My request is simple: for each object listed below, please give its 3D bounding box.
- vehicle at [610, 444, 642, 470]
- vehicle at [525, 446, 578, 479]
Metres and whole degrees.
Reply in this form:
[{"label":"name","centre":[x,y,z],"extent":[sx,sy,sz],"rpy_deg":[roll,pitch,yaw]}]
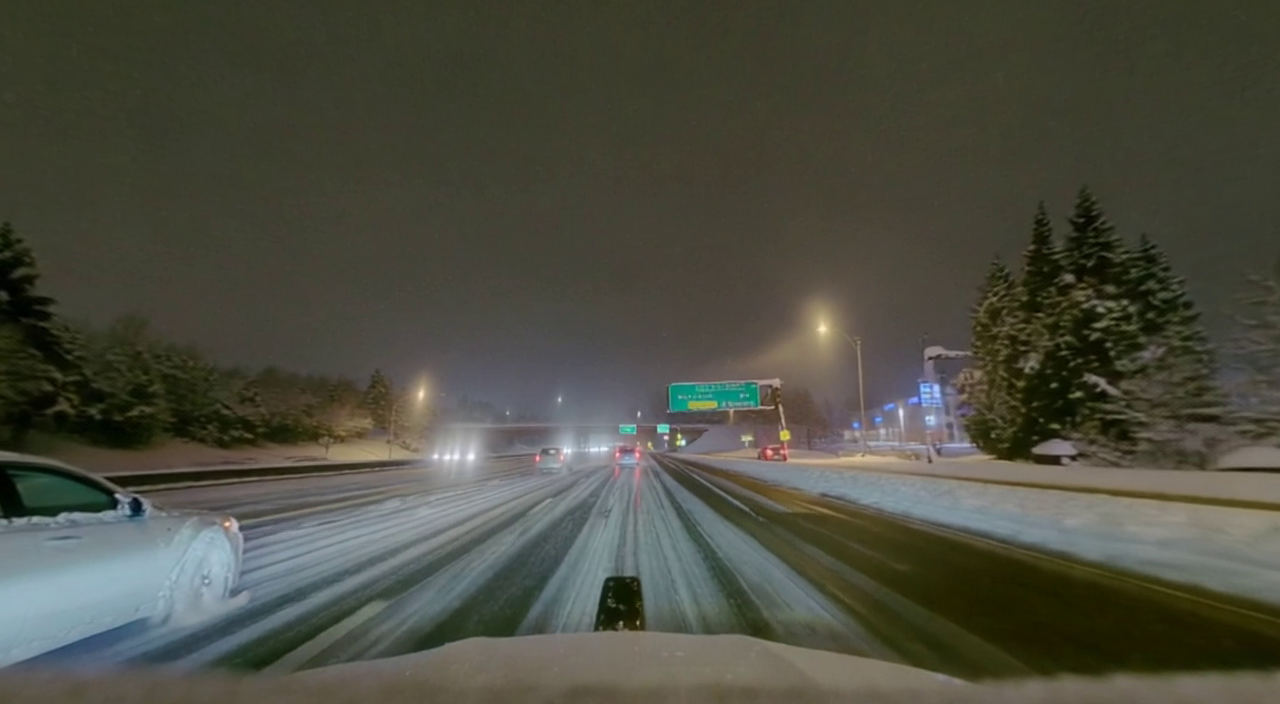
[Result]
[{"label":"vehicle","centre":[-0.898,7.300,43.985],"extent":[2.102,1.692,4.057],"rpy_deg":[0,-9,1]},{"label":"vehicle","centre":[-4.480,5.647,32.495],"extent":[2.071,1.553,4.388],"rpy_deg":[0,-9,1]}]
